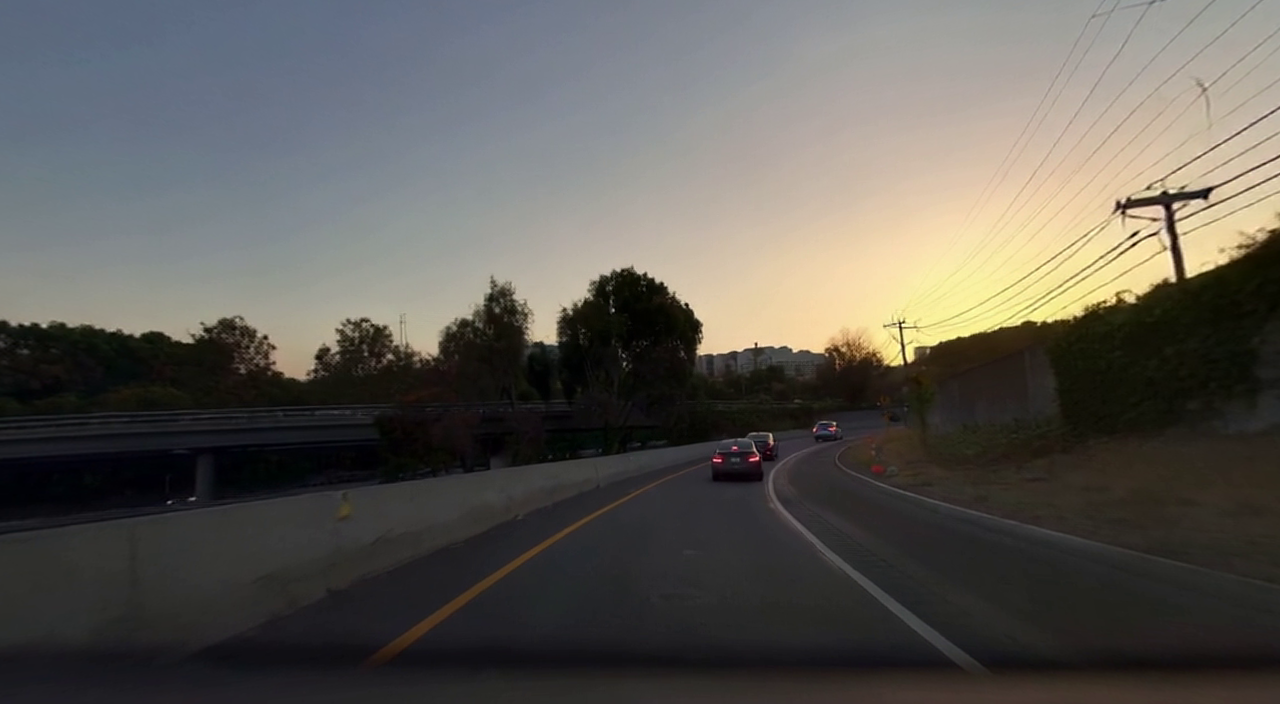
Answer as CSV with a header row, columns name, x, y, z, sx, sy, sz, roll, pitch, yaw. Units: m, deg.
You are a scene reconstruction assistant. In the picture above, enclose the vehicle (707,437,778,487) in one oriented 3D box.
name,x,y,z,sx,sy,sz,roll,pitch,yaw
vehicle,3.450,3.627,21.146,2.091,1.482,4.321,-2,-9,10
